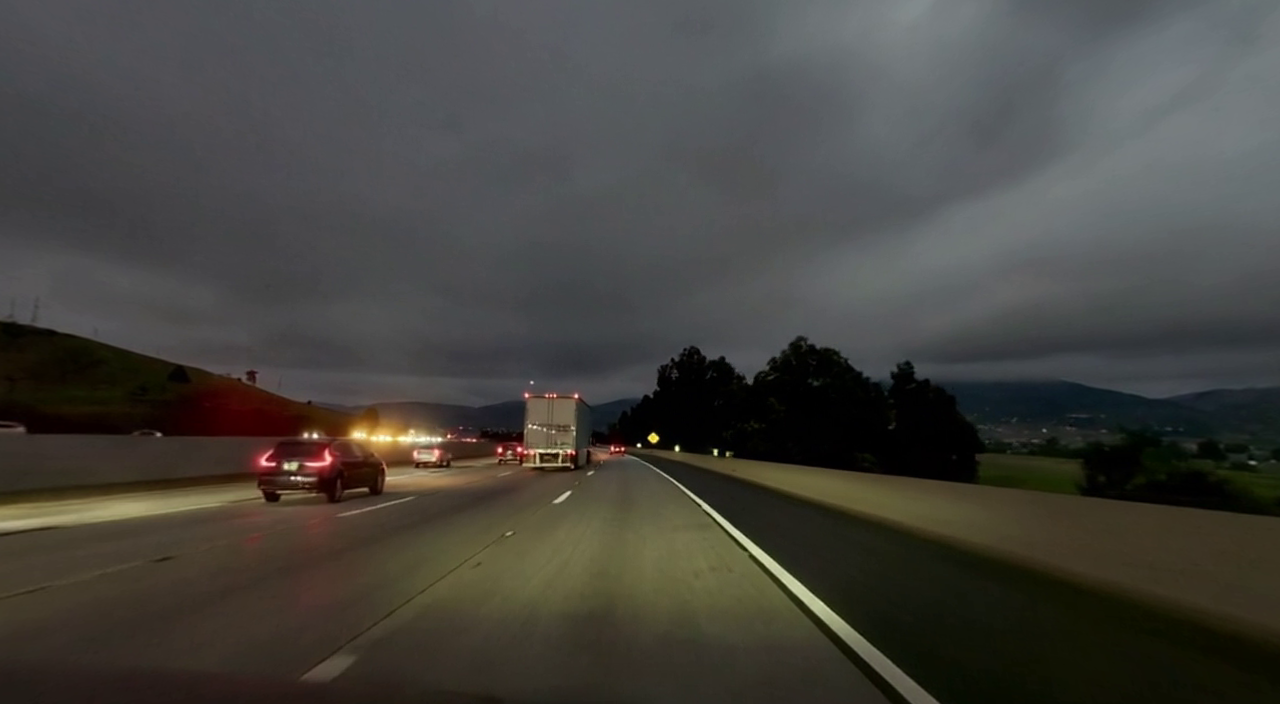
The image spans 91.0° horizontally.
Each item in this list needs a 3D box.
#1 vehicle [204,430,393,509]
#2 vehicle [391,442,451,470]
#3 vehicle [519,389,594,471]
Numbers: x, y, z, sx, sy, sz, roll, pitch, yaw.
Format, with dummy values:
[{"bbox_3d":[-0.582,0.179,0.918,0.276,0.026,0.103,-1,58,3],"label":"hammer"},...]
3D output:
[{"bbox_3d":[-8.178,2.846,15.753,2.099,1.644,4.638,1,-9,0],"label":"vehicle"},{"bbox_3d":[-12.278,5.870,35.593,1.868,1.454,4.290,1,-9,-1],"label":"vehicle"},{"bbox_3d":[-4.637,4.917,38.287,2.880,4.025,14.064,1,-9,-1],"label":"vehicle"}]
